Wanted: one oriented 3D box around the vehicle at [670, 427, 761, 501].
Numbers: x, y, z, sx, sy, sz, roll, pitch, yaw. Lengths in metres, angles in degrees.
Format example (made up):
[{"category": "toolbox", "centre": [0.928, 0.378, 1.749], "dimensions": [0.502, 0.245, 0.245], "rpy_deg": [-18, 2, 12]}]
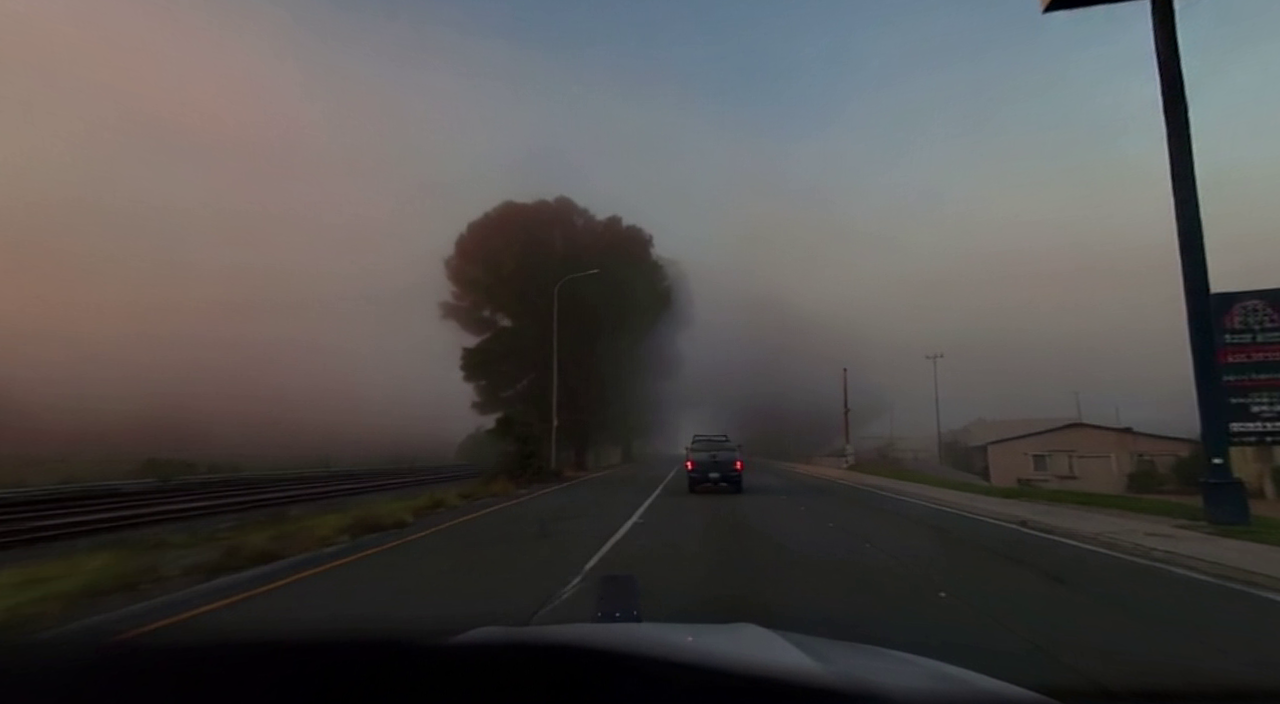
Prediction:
[{"category": "vehicle", "centre": [2.334, 3.394, 19.651], "dimensions": [2.404, 1.926, 5.251], "rpy_deg": [0, -8, 7]}]
